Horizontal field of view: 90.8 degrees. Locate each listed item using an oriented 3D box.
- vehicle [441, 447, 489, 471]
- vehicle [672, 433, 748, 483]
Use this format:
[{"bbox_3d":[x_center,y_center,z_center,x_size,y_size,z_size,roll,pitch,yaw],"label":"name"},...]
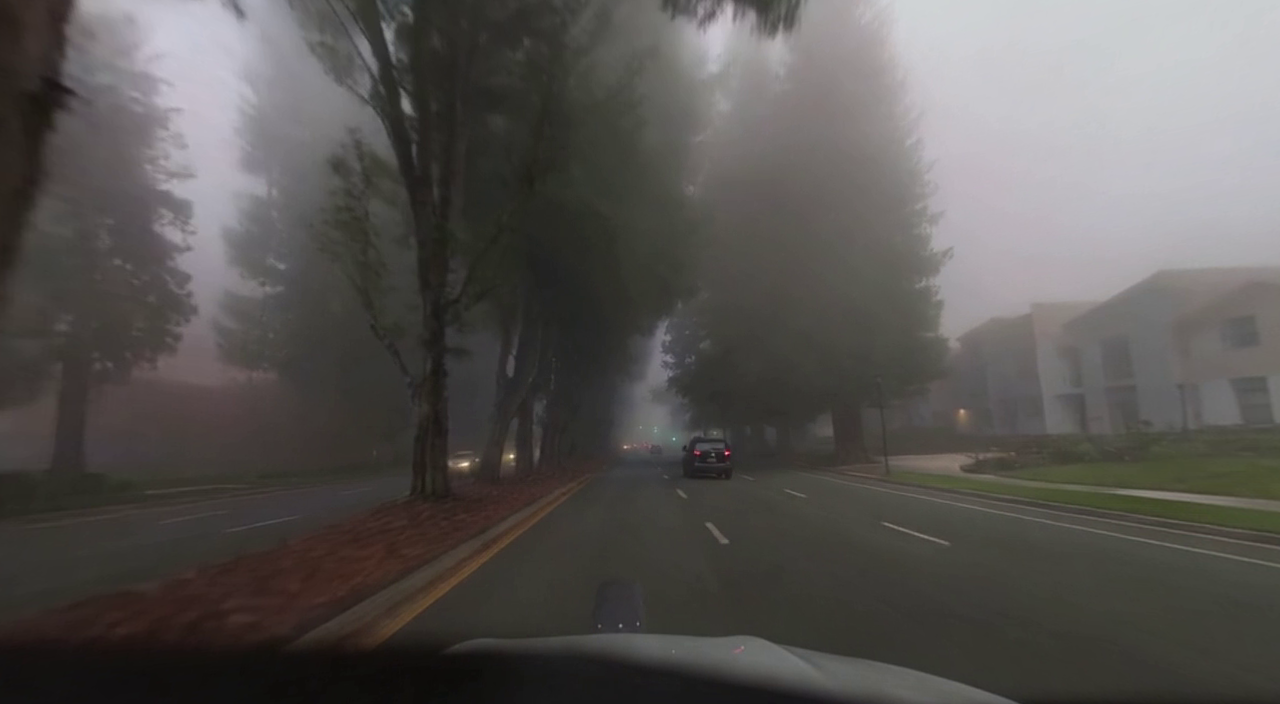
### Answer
[{"bbox_3d":[-12.282,7.520,44.666,1.888,1.615,5.012,0,-8,0],"label":"vehicle"},{"bbox_3d":[2.571,4.050,24.426,2.240,1.740,4.605,0,-8,-2],"label":"vehicle"}]
